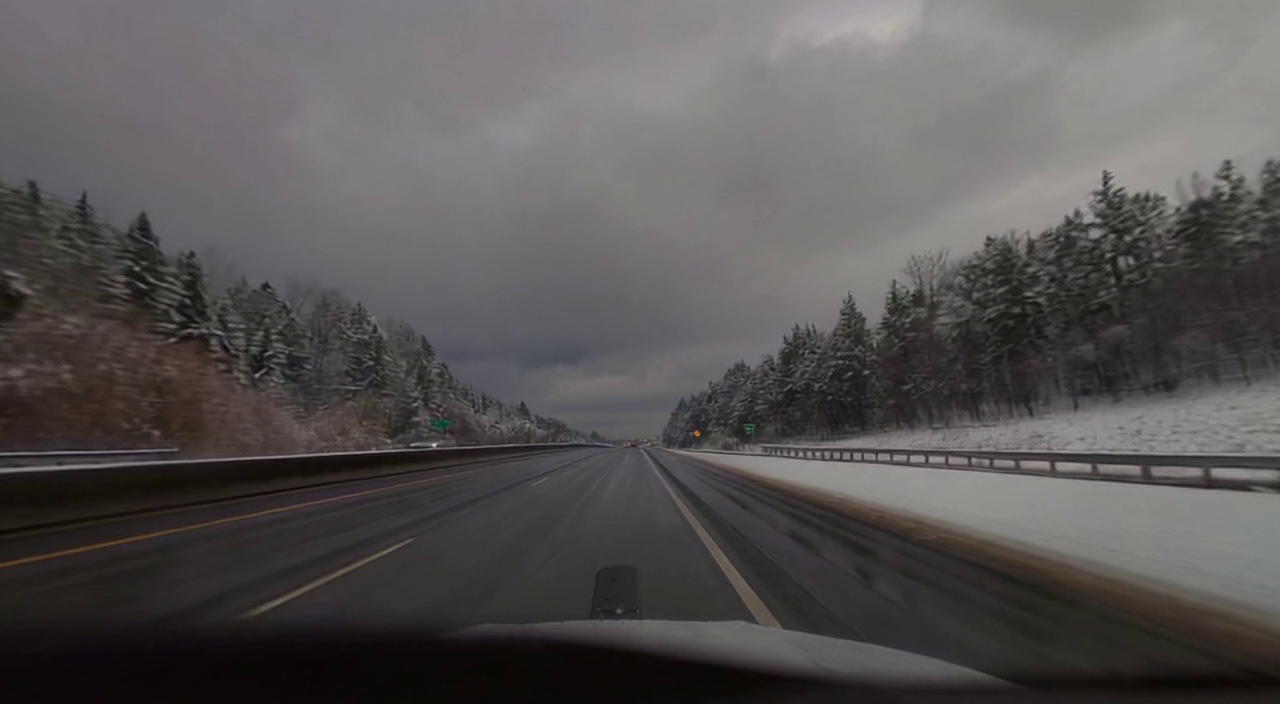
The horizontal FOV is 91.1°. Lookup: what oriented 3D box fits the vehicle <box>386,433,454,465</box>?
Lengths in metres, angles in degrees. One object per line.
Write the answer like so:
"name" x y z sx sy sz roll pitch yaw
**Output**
"vehicle" -11.150 4.942 32.146 1.857 1.497 4.398 0 -8 0
